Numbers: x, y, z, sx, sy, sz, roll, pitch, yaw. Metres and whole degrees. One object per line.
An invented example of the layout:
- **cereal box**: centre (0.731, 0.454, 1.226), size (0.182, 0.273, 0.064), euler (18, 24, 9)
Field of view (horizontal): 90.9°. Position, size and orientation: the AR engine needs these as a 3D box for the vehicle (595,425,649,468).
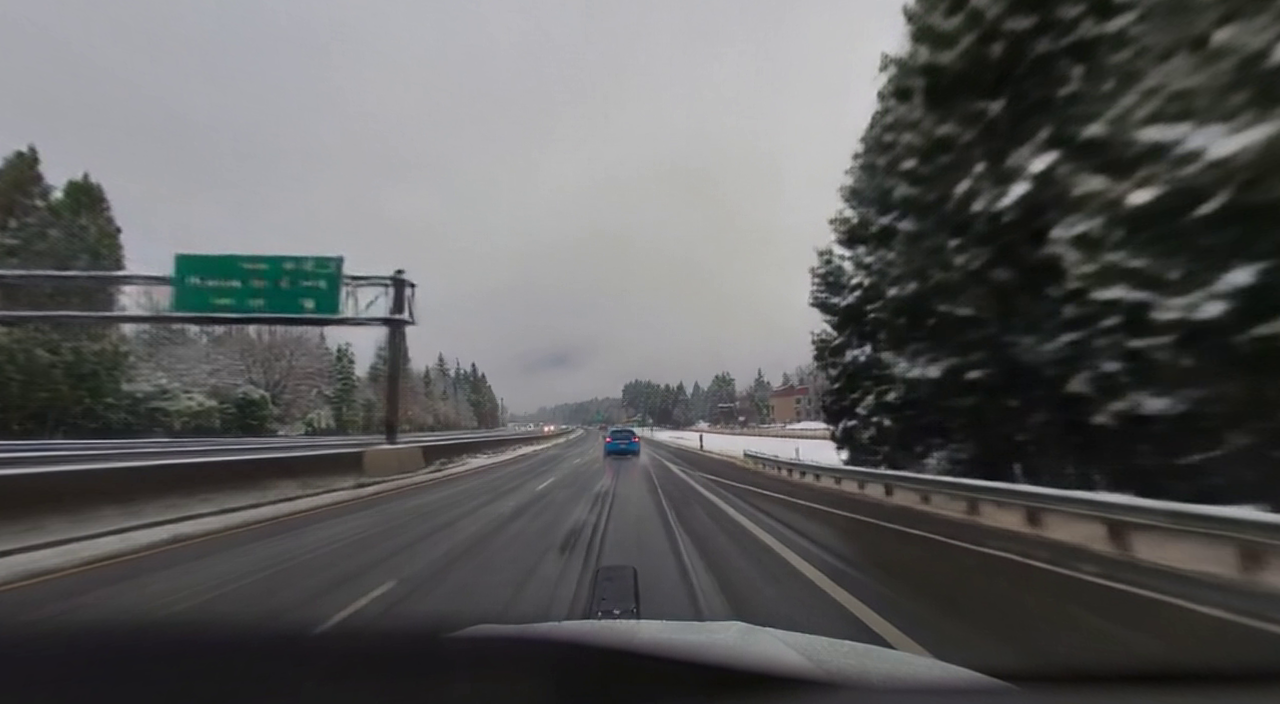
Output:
- **vehicle**: centre (-0.746, 3.838, 25.753), size (2.020, 1.633, 3.942), euler (0, -8, -2)
